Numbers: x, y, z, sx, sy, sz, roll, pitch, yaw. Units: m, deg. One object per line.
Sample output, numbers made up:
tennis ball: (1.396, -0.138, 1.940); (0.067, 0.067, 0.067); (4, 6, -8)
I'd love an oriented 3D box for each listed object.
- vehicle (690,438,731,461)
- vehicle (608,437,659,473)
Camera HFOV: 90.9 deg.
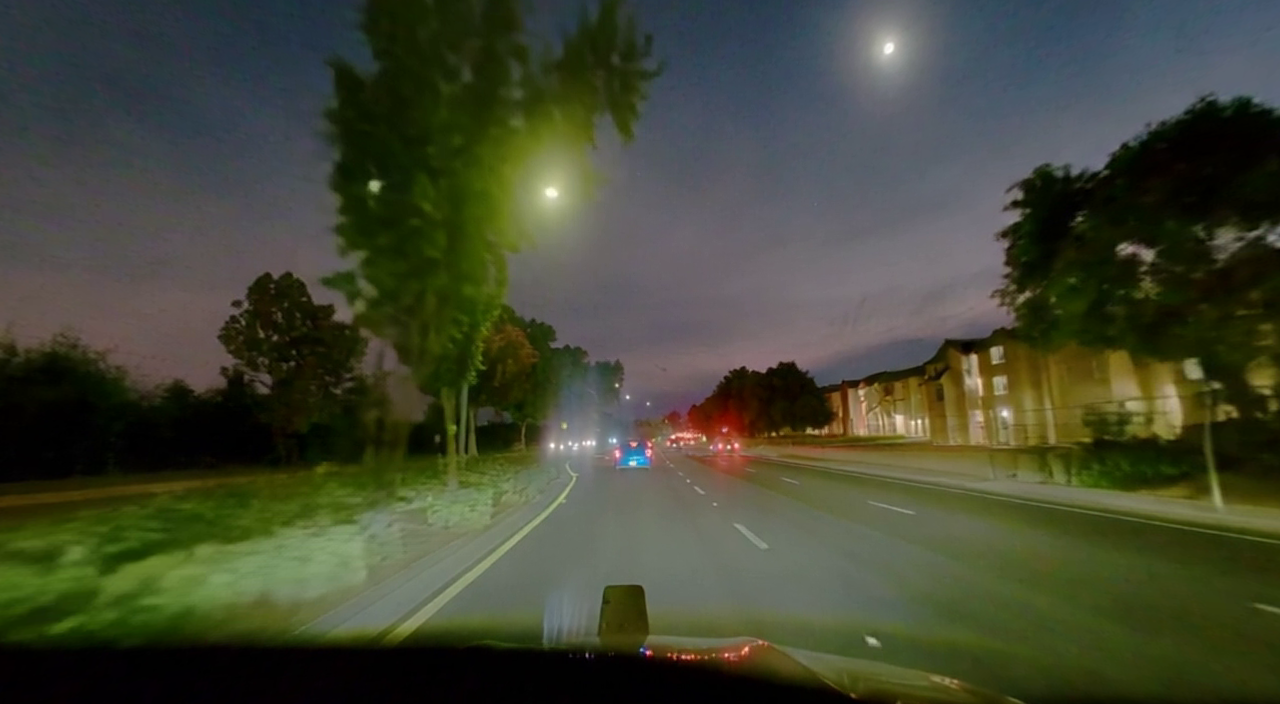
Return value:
vehicle: (4.779, 6.689, 43.395); (2.067, 1.514, 4.188); (0, -8, -4)
vehicle: (-0.266, 4.532, 27.973); (2.102, 1.481, 3.907); (0, -8, 0)
